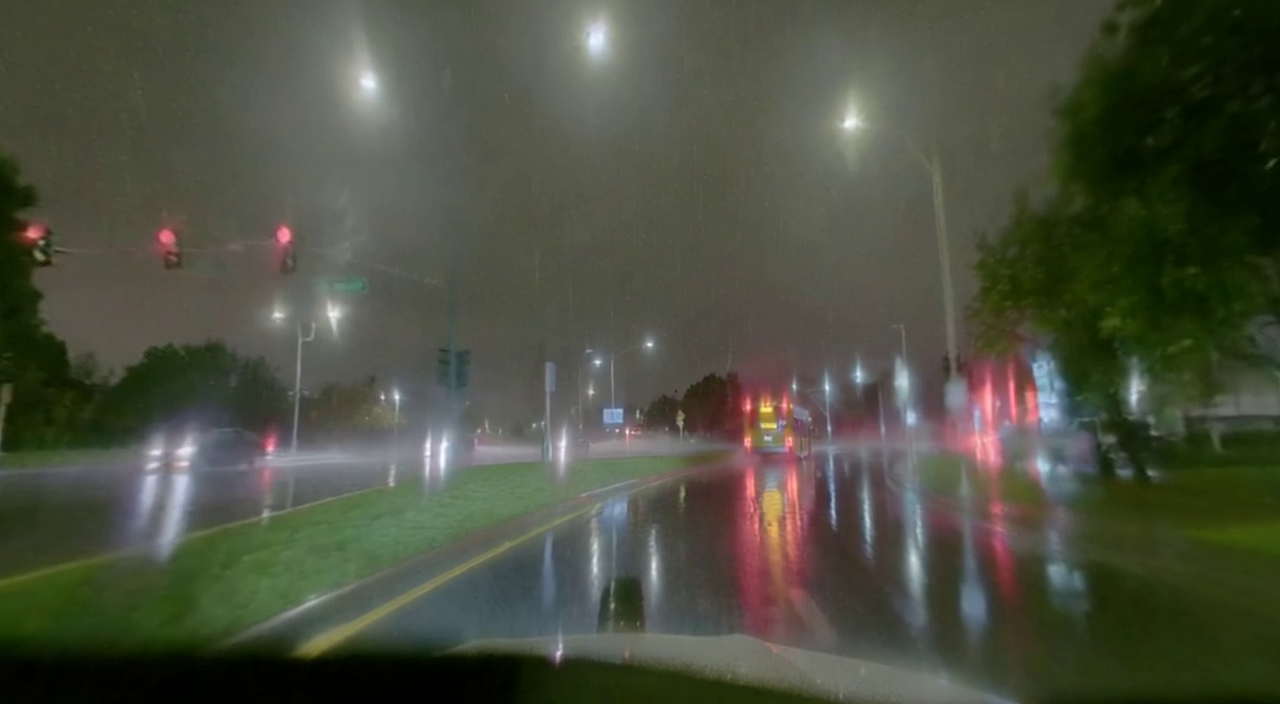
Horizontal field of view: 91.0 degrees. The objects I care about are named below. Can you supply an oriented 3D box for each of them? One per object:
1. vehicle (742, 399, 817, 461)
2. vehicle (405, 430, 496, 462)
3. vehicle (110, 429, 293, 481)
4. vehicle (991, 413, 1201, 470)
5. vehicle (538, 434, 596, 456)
[{"bbox_3d":[9.251,5.137,40.690,3.031,3.429,11.005,-3,-9,21],"label":"vehicle"},{"bbox_3d":[-10.277,5.129,34.529,2.054,1.607,4.615,-5,-9,27],"label":"vehicle"},{"bbox_3d":[-14.264,3.350,20.807,1.854,1.484,4.526,-5,-9,27],"label":"vehicle"},{"bbox_3d":[16.793,3.385,23.667,5.856,1.945,2.183,-3,-9,19],"label":"vehicle"},{"bbox_3d":[-5.113,6.598,44.806,1.887,1.494,4.443,-5,-9,29],"label":"vehicle"}]
